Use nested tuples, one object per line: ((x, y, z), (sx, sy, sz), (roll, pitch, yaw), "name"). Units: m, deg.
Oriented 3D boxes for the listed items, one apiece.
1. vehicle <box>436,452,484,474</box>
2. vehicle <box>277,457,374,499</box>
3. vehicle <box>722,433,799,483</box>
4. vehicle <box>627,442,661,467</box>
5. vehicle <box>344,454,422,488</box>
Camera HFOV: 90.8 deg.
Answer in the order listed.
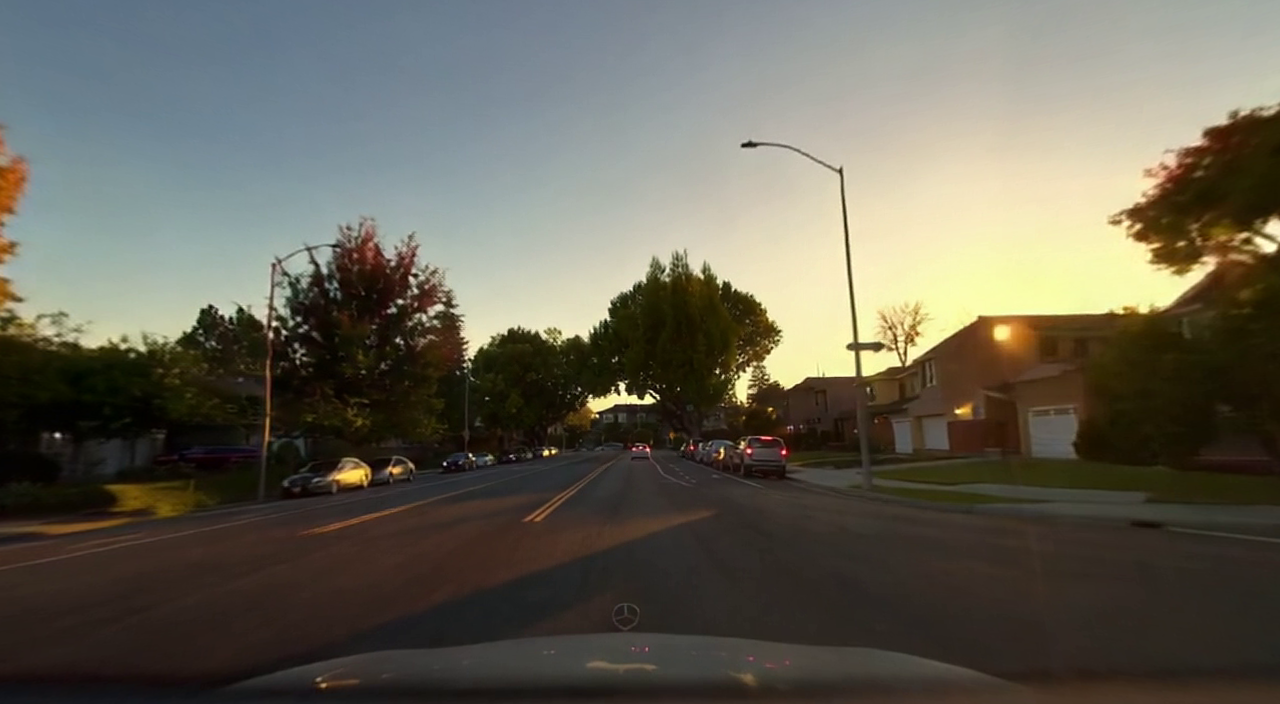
((-12.924, 7.984, 45.677), (1.969, 1.490, 4.675), (0, -9, 1), "vehicle")
((-12.868, 5.147, 26.177), (1.834, 1.467, 4.357), (0, -9, -1), "vehicle")
((4.794, 4.296, 25.867), (2.022, 1.799, 5.105), (0, -9, -1), "vehicle")
((0.192, 6.356, 39.448), (2.022, 1.471, 3.973), (0, -9, -1), "vehicle")
((-12.775, 5.921, 31.786), (1.880, 1.523, 4.833), (0, -9, 1), "vehicle")
